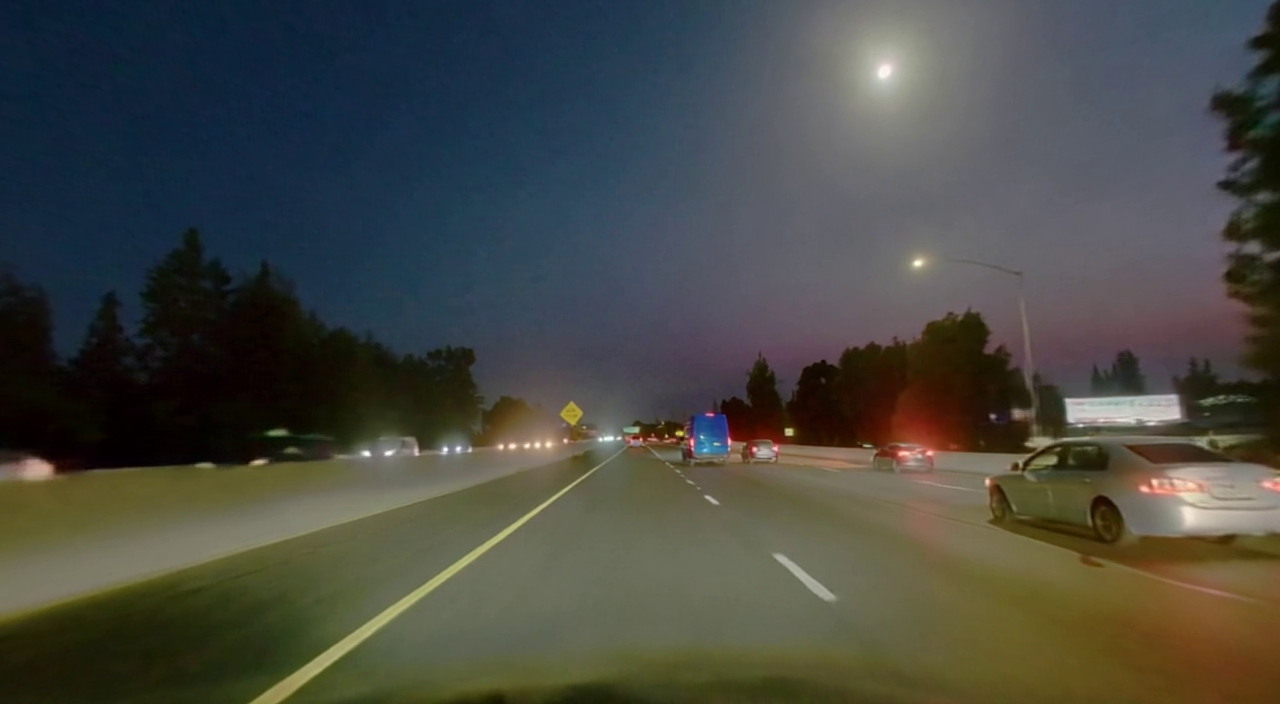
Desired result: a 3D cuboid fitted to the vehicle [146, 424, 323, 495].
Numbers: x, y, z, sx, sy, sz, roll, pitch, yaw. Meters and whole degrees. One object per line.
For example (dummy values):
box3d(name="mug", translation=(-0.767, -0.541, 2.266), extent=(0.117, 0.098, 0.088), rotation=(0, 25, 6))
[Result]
box3d(name="vehicle", translation=(-13.998, 3.744, 22.317), extent=(2.442, 2.115, 5.788), rotation=(-2, -8, 0))

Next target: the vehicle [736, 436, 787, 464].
box3d(name="vehicle", translation=(6.948, 5.635, 36.224), extent=(2.099, 1.510, 3.784), rotation=(0, -8, -2))

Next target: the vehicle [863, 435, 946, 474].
box3d(name="vehicle", translation=(11.124, 4.320, 26.686), extent=(1.874, 1.496, 3.586), rotation=(0, -8, -1))

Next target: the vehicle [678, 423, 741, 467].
box3d(name="vehicle", translation=(3.504, 4.871, 32.850), extent=(2.546, 2.087, 5.404), rotation=(0, -8, -2))

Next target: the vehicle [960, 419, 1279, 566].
box3d(name="vehicle", translation=(6.941, 1.820, 9.050), extent=(2.003, 1.517, 4.936), rotation=(0, -8, 0))

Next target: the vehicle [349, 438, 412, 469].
box3d(name="vehicle", translation=(-16.427, 6.429, 40.006), extent=(2.153, 1.835, 4.716), rotation=(-1, -8, -2))
